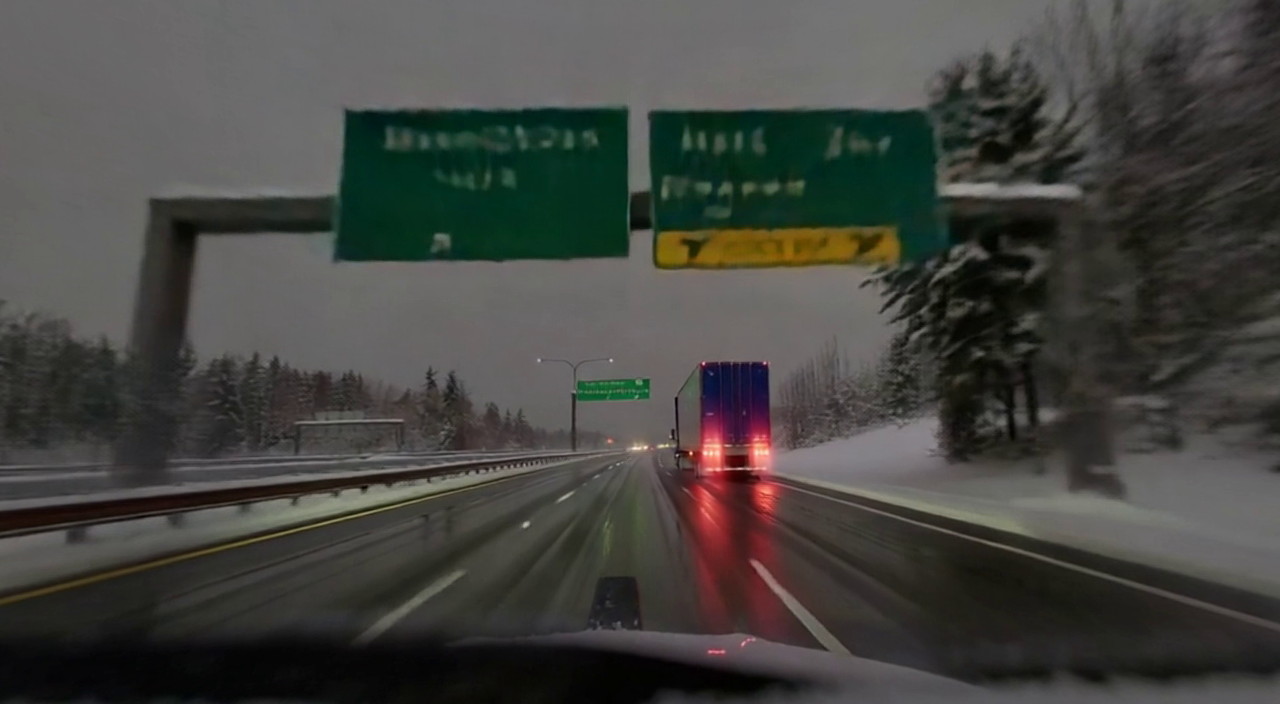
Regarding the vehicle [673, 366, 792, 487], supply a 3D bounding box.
[{"bbox_3d":[3.426,3.582,28.186,3.244,4.020,14.561,0,-9,0],"label":"vehicle"}]
